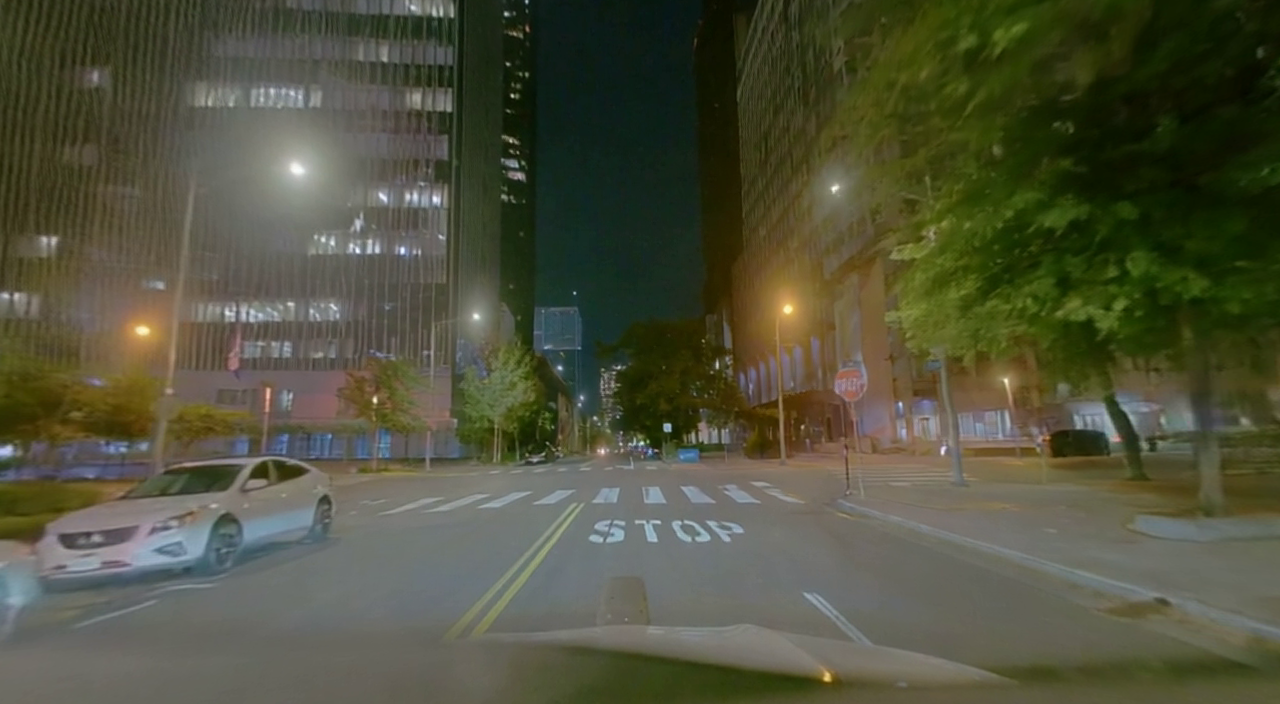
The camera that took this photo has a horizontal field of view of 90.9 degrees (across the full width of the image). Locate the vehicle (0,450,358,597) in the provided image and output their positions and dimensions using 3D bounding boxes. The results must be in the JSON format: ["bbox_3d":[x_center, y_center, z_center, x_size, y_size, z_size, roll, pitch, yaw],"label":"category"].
[{"bbox_3d":[-5.910,2.126,8.803,1.874,1.460,4.495,0,-8,0],"label":"vehicle"}]

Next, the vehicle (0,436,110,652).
[{"bbox_3d":[-5.806,1.267,3.432,1.901,1.631,4.570,0,-8,-1],"label":"vehicle"}]
